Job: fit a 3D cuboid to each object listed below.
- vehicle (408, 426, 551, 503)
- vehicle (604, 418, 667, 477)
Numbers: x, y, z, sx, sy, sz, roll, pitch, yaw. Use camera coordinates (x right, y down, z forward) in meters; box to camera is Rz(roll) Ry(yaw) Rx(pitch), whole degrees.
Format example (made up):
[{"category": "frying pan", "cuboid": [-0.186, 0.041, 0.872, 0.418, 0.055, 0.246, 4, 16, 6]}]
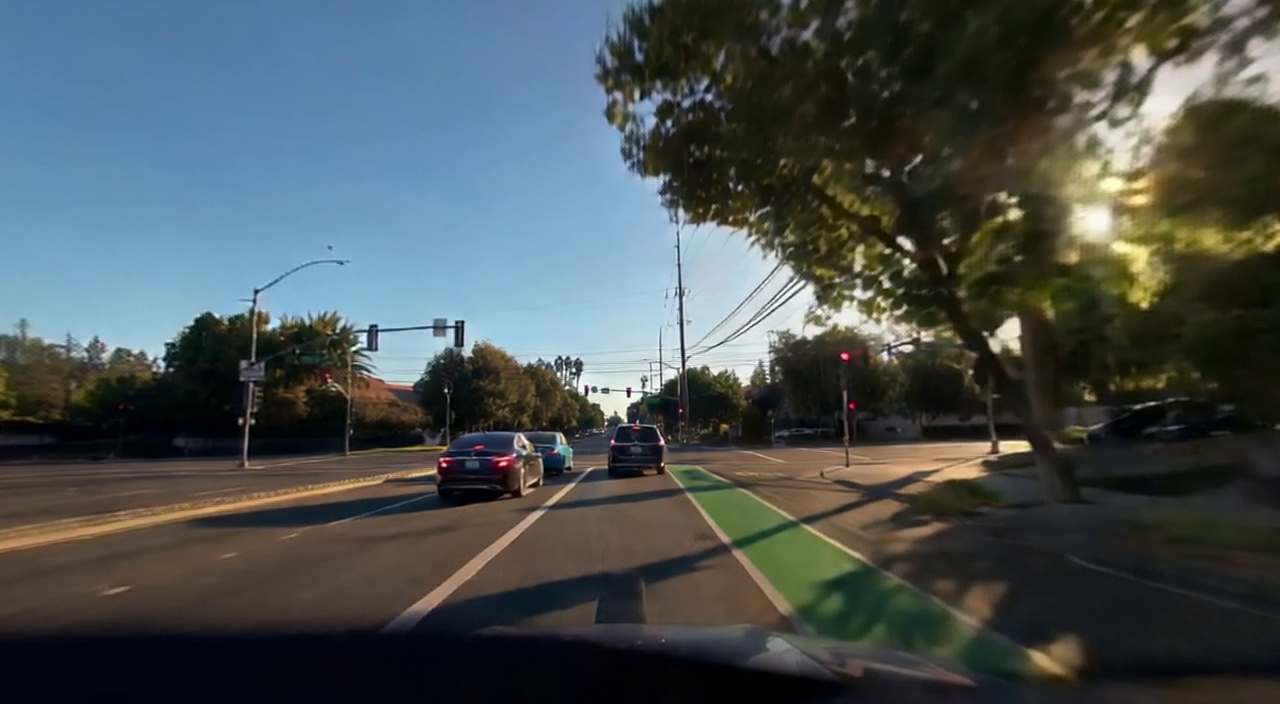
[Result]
[{"category": "vehicle", "cuboid": [-3.591, 2.580, 15.351, 2.138, 1.488, 5.327, 1, -7, -1]}, {"category": "vehicle", "cuboid": [-0.202, 3.556, 23.483, 2.036, 1.885, 5.196, 1, -9, -1]}]
